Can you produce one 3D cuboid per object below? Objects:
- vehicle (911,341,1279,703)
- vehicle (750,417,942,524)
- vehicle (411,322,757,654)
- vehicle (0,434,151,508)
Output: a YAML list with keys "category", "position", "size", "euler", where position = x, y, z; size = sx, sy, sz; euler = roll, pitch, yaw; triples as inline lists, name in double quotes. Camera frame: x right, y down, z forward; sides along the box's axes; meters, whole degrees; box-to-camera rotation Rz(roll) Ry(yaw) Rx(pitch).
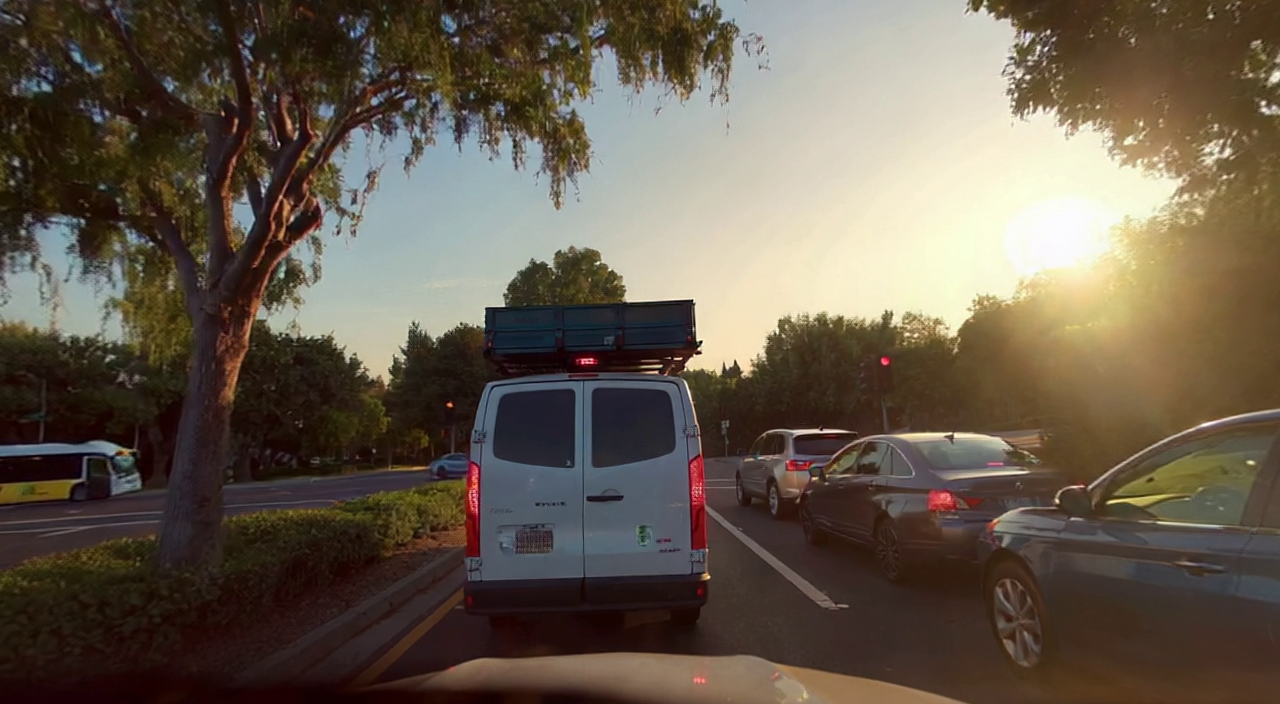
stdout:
- category: "vehicle"
  position: [3.451, 0.938, 3.397]
  size: [1.965, 1.671, 4.146]
  euler: [0, -9, -3]
- category: "vehicle"
  position: [3.677, 2.212, 12.266]
  size: [2.024, 1.692, 4.252]
  euler: [1, -9, -4]
- category: "vehicle"
  position: [-0.358, 1.154, 6.194]
  size: [2.145, 2.089, 4.309]
  euler: [0, -9, 0]
- category: "vehicle"
  position: [-29.212, 5.346, 28.161]
  size: [11.969, 3.012, 2.786]
  euler: [-1, -8, -4]
